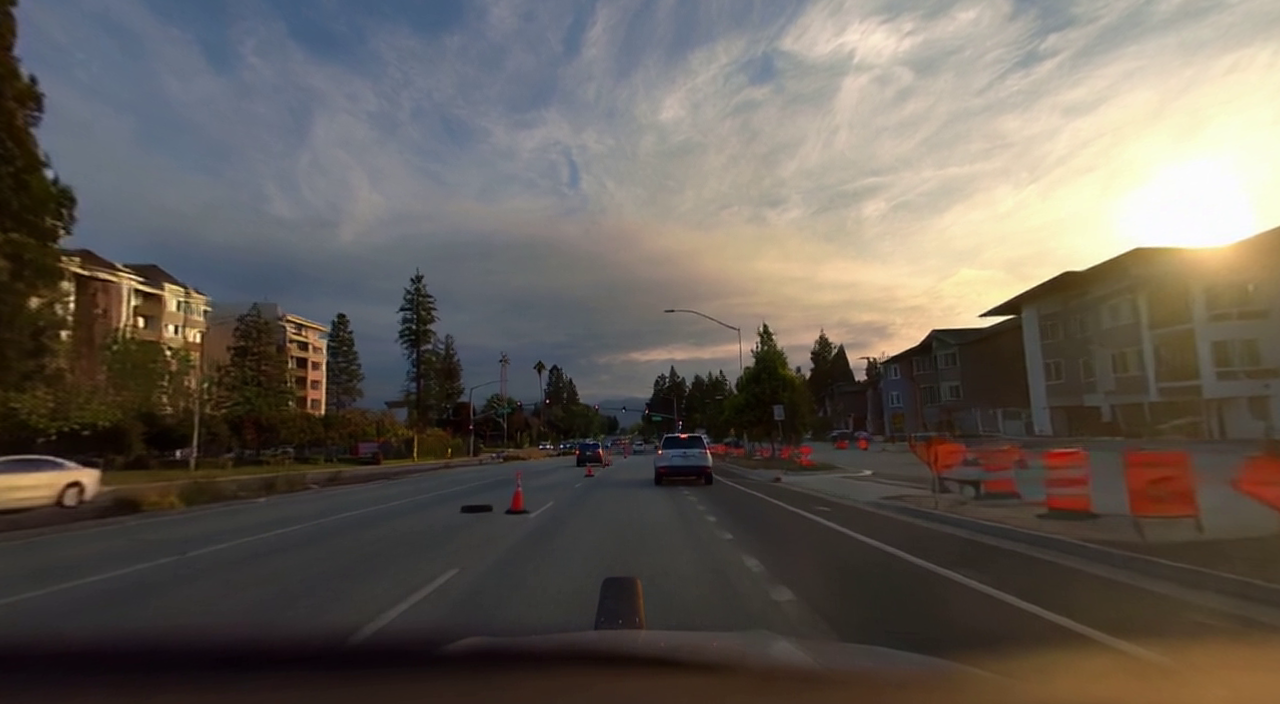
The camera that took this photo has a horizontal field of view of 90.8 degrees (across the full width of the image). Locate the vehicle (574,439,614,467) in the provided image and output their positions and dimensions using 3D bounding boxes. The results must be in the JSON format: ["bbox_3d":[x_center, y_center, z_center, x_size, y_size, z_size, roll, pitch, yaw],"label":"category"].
[{"bbox_3d":[-2.855,6.328,39.739,2.121,1.654,3.993,0,-8,1],"label":"vehicle"}]

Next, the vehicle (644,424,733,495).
[{"bbox_3d":[1.273,3.105,18.602,2.197,1.835,4.316,0,-8,-1],"label":"vehicle"}]

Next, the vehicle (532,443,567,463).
[{"bbox_3d":[-6.906,7.738,48.584,1.928,1.488,4.635,0,-8,2],"label":"vehicle"}]
